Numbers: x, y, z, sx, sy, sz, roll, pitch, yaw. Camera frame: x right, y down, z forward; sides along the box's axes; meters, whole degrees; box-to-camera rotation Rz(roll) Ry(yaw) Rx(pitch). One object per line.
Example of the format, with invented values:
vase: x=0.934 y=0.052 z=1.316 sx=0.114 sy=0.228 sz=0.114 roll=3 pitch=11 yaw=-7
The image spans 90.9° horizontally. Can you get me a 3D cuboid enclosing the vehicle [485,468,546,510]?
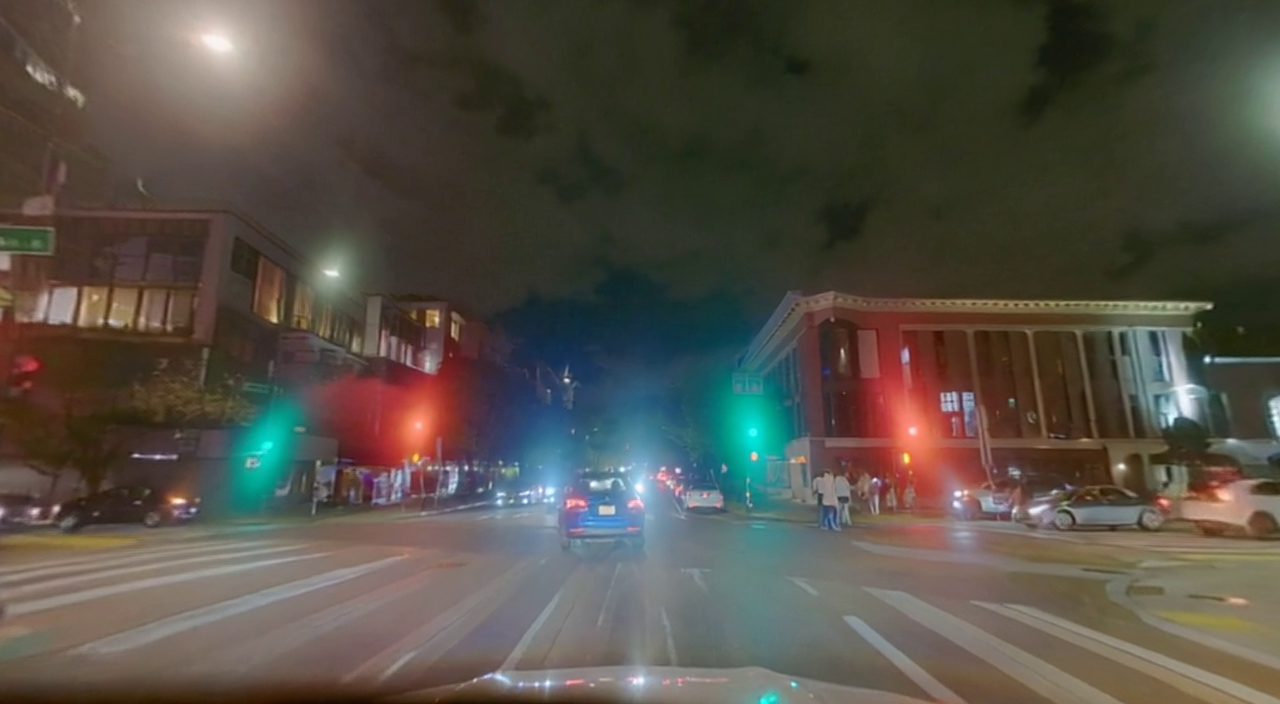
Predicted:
vehicle: x=-6.447 y=7.142 z=33.242 sx=2.226 sy=1.896 sz=4.438 roll=0 pitch=-9 yaw=1

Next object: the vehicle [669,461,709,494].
vehicle: x=3.238 y=8.373 z=42.367 sx=2.365 sy=1.994 sz=4.259 roll=0 pitch=-9 yaw=0

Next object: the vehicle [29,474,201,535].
vehicle: x=-19.814 y=5.731 z=23.938 sx=4.750 sy=2.083 sz=2.002 roll=-1 pitch=-9 yaw=3

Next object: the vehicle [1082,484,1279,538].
vehicle: x=20.497 y=6.022 z=24.090 sx=5.345 sy=1.747 sz=2.410 roll=0 pitch=-9 yaw=1

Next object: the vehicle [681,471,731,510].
vehicle: x=3.379 y=7.210 z=33.082 sx=1.908 sy=1.741 sz=4.066 roll=0 pitch=-9 yaw=-4

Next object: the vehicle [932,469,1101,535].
vehicle: x=14.378 y=5.708 z=24.354 sx=4.974 sy=2.266 sz=2.324 roll=0 pitch=-9 yaw=-2
